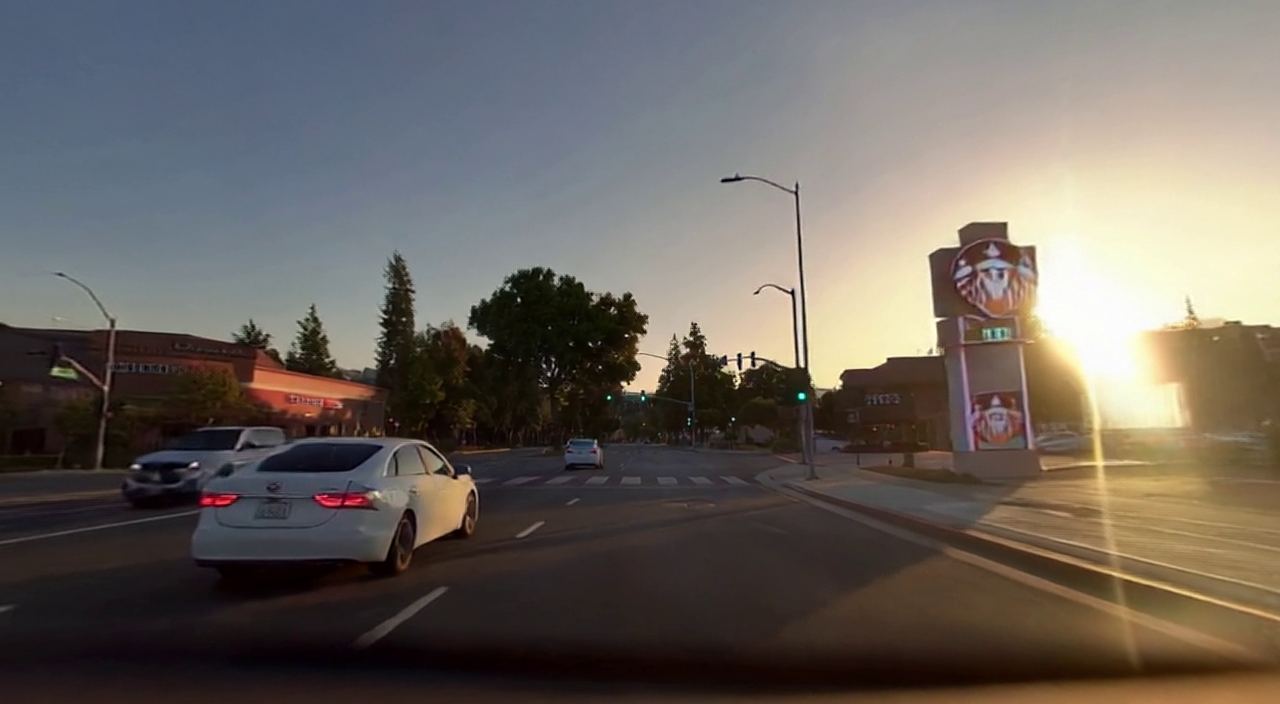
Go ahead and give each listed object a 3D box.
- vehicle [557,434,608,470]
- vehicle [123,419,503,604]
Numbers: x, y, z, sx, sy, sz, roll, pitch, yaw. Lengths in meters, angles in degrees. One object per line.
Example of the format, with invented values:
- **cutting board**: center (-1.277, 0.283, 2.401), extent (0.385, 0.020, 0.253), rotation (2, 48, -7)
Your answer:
- **vehicle**: center (-2.882, 5.127, 32.518), extent (2.109, 1.692, 4.220), rotation (0, -8, 1)
- **vehicle**: center (-3.128, 1.609, 7.349), extent (2.018, 1.477, 4.401), rotation (0, -8, 1)
